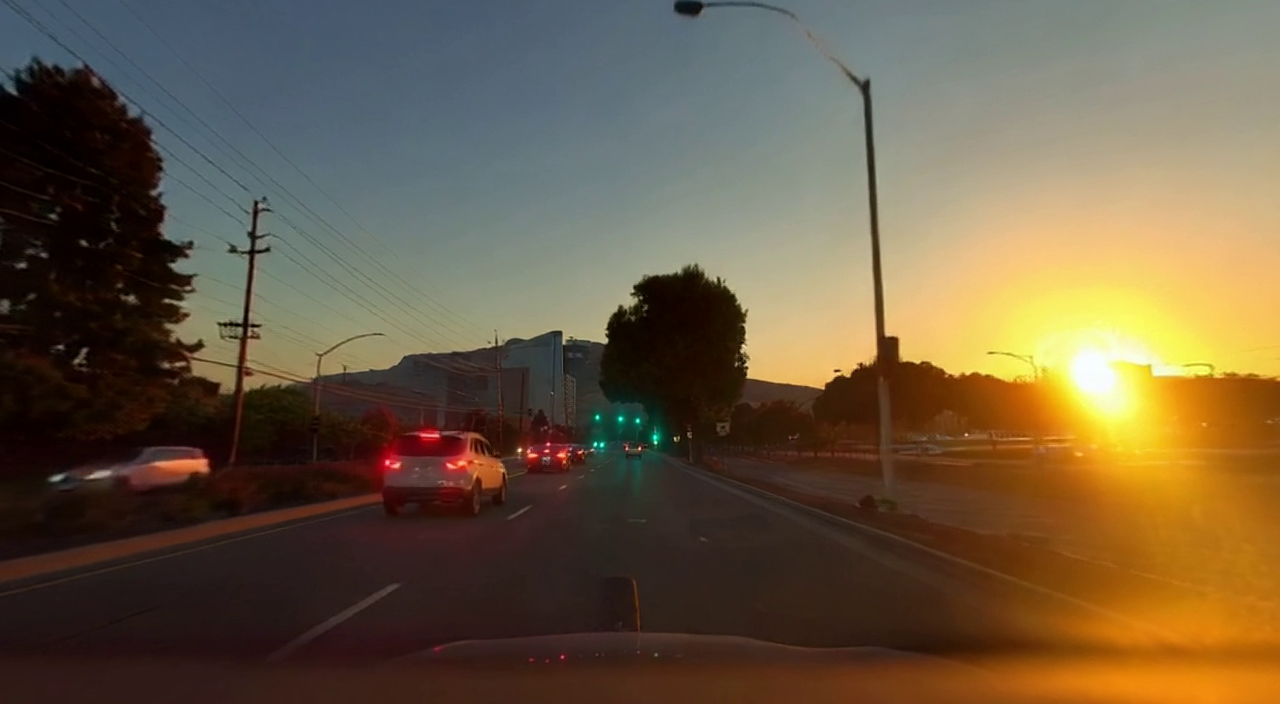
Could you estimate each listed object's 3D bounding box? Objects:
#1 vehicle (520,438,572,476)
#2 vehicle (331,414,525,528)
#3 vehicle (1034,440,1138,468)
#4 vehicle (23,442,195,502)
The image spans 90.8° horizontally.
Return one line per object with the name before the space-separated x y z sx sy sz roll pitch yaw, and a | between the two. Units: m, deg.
vehicle | -4.451 5.035 30.565 2.041 1.698 4.094 0 -9 -2
vehicle | -3.793 2.243 12.382 2.189 1.807 4.467 0 -9 1
vehicle | 33.431 7.727 47.821 2.436 1.877 7.681 2 -9 1
vehicle | -17.178 3.846 20.802 1.928 1.618 4.377 1 -7 -2
